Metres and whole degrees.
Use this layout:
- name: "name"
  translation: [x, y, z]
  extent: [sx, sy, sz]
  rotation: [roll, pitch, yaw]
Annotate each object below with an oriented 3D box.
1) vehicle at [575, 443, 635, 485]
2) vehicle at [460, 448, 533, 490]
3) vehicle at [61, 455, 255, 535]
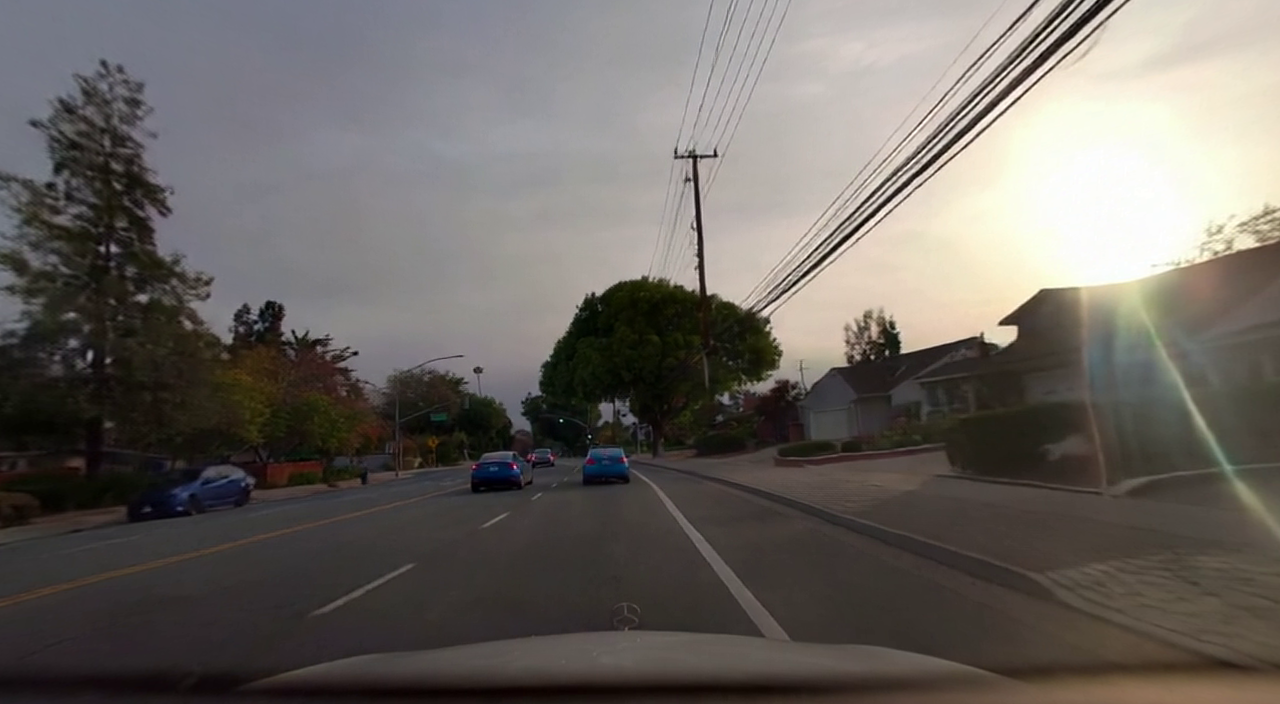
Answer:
- name: "vehicle"
  translation: [-1.402, 4.390, 25.151]
  extent: [2.168, 1.504, 4.284]
  rotation: [1, -9, -3]
- name: "vehicle"
  translation: [-5.283, 4.356, 23.867]
  extent: [1.913, 1.425, 4.235]
  rotation: [0, -9, -2]
- name: "vehicle"
  translation: [-15.479, 4.559, 20.888]
  extent: [2.094, 2.000, 5.603]
  rotation: [2, -7, -2]
